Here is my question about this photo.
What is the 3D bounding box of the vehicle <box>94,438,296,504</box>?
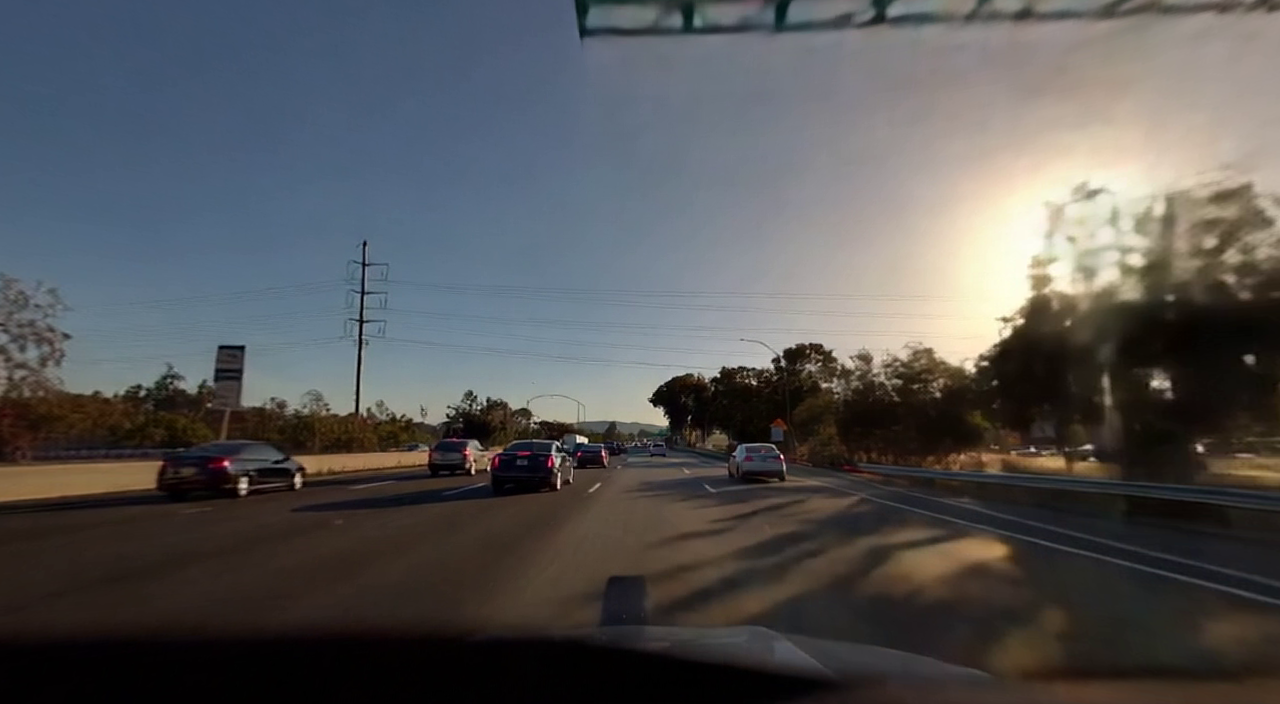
[{"bbox_3d":[-11.239,3.006,16.446,1.877,1.458,4.543,0,-8,1],"label":"vehicle"}]

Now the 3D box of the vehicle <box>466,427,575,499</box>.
[{"bbox_3d":[-3.220,3.116,18.036,2.133,1.775,4.530,0,-8,1],"label":"vehicle"}]

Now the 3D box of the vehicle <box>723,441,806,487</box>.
[{"bbox_3d":[4.349,3.971,22.783,2.022,1.472,4.678,0,-8,0],"label":"vehicle"}]

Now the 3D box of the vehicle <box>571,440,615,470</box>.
[{"bbox_3d":[-2.689,6.038,37.252,2.133,1.668,4.505,0,-8,2],"label":"vehicle"}]
